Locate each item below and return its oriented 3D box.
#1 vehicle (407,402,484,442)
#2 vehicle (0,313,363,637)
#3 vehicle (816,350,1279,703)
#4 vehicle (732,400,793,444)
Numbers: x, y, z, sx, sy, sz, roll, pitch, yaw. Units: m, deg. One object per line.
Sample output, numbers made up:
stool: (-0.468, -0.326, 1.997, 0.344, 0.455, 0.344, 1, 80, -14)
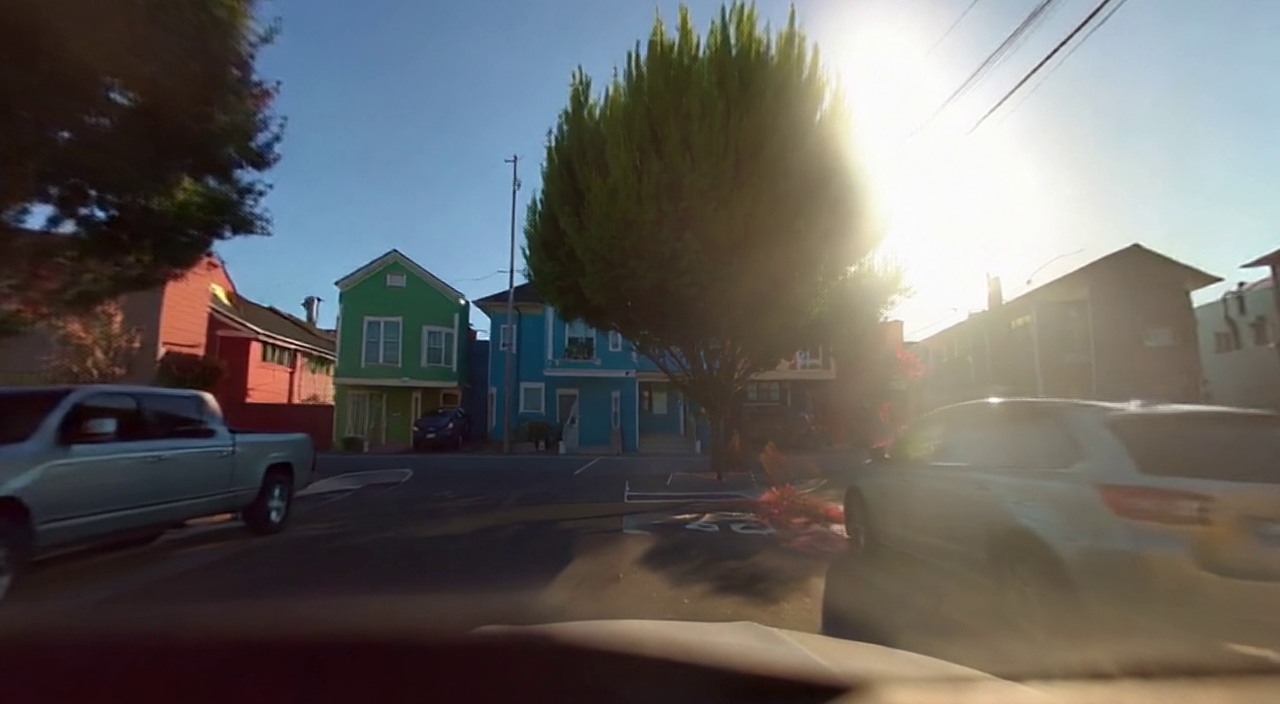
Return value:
vehicle: (-9.182, 3.402, 30.154, 2.091, 1.760, 4.760, 0, -8, 1)
vehicle: (-5.461, 1.109, 6.458, 2.480, 2.084, 6.353, 0, -8, -2)
vehicle: (3.430, 1.217, 5.564, 2.109, 1.811, 4.886, 1, -8, -3)
vehicle: (5.723, 3.314, 30.010, 2.081, 1.891, 4.367, 0, -6, 1)
